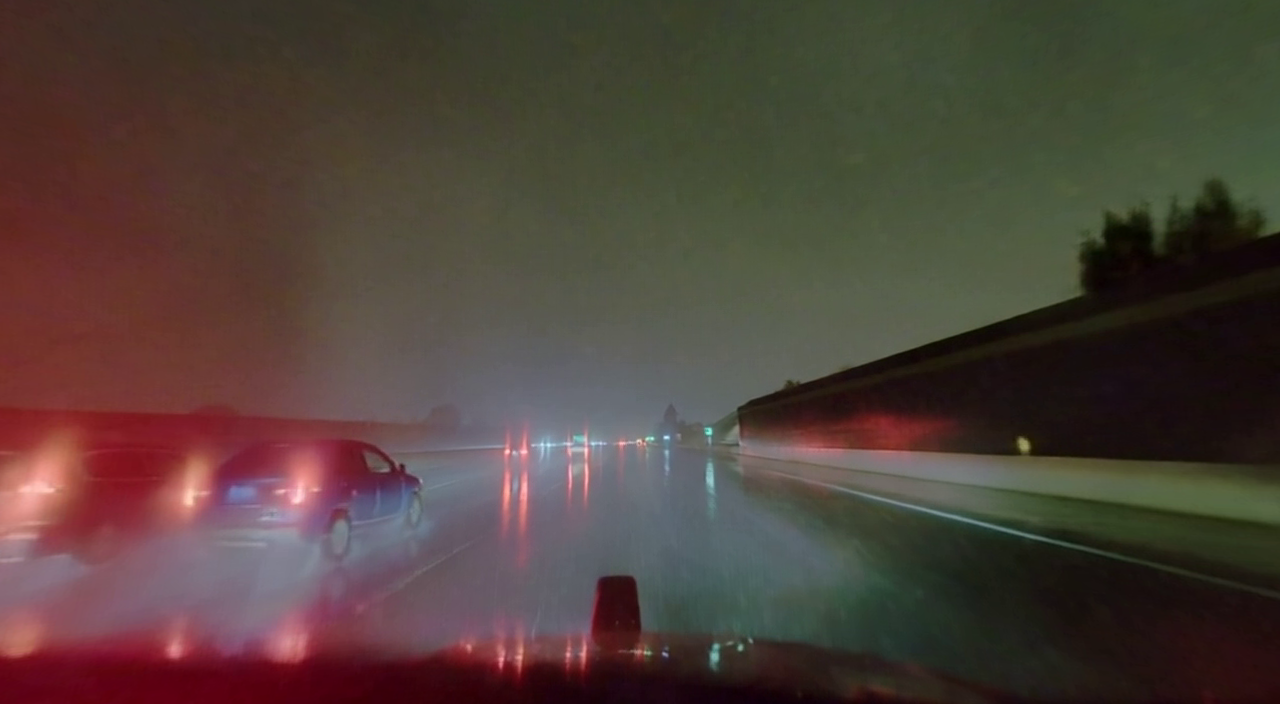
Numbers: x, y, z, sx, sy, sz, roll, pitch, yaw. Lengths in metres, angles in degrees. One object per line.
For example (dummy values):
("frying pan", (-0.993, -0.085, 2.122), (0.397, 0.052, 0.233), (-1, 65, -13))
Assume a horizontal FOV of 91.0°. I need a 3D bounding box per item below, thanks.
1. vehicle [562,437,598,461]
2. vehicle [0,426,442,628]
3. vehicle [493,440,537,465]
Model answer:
("vehicle", (-4.422, 7.220, 46.865), (2.200, 1.662, 5.091), (-1, -8, 0))
("vehicle", (-4.024, 1.645, 7.124), (2.044, 1.479, 4.745), (0, -8, 0))
("vehicle", (-8.074, 6.553, 41.189), (1.924, 1.519, 4.791), (0, -8, 0))
